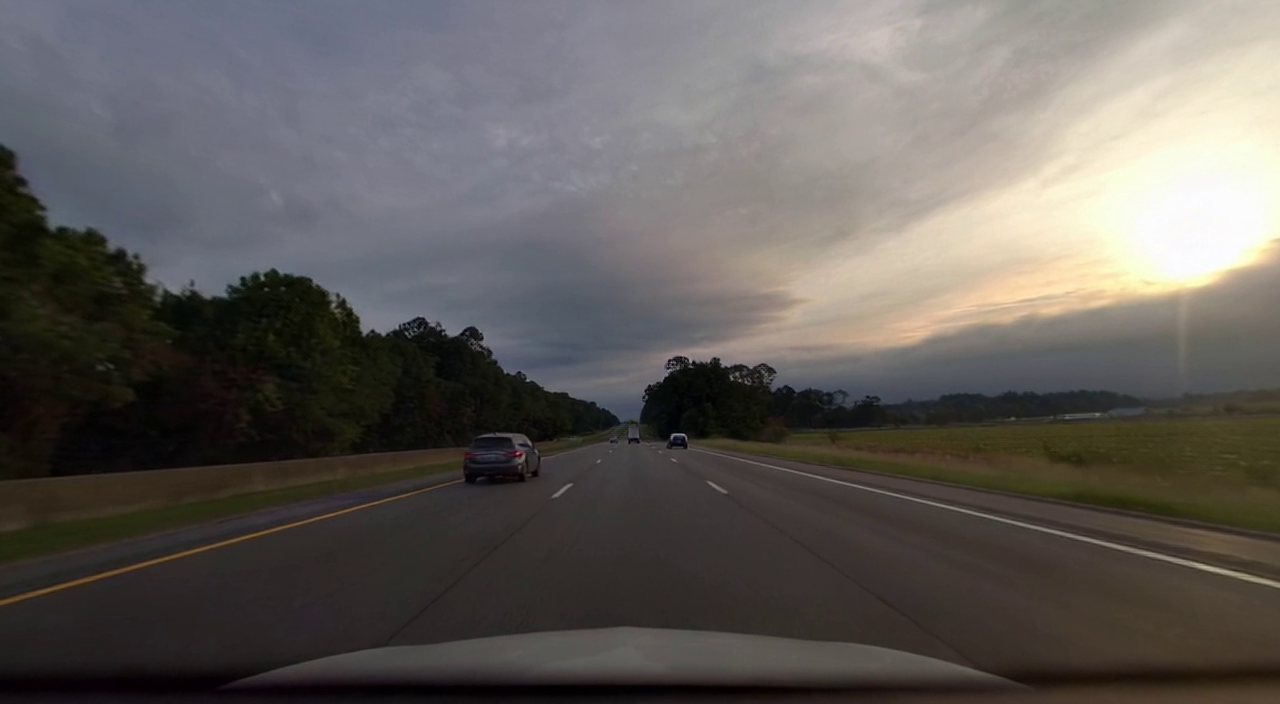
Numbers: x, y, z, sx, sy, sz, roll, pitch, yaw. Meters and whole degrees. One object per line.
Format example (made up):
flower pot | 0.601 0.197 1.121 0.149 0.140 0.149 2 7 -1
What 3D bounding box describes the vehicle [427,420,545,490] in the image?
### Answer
vehicle | -4.081 2.805 17.612 2.185 1.677 4.390 0 -8 0
